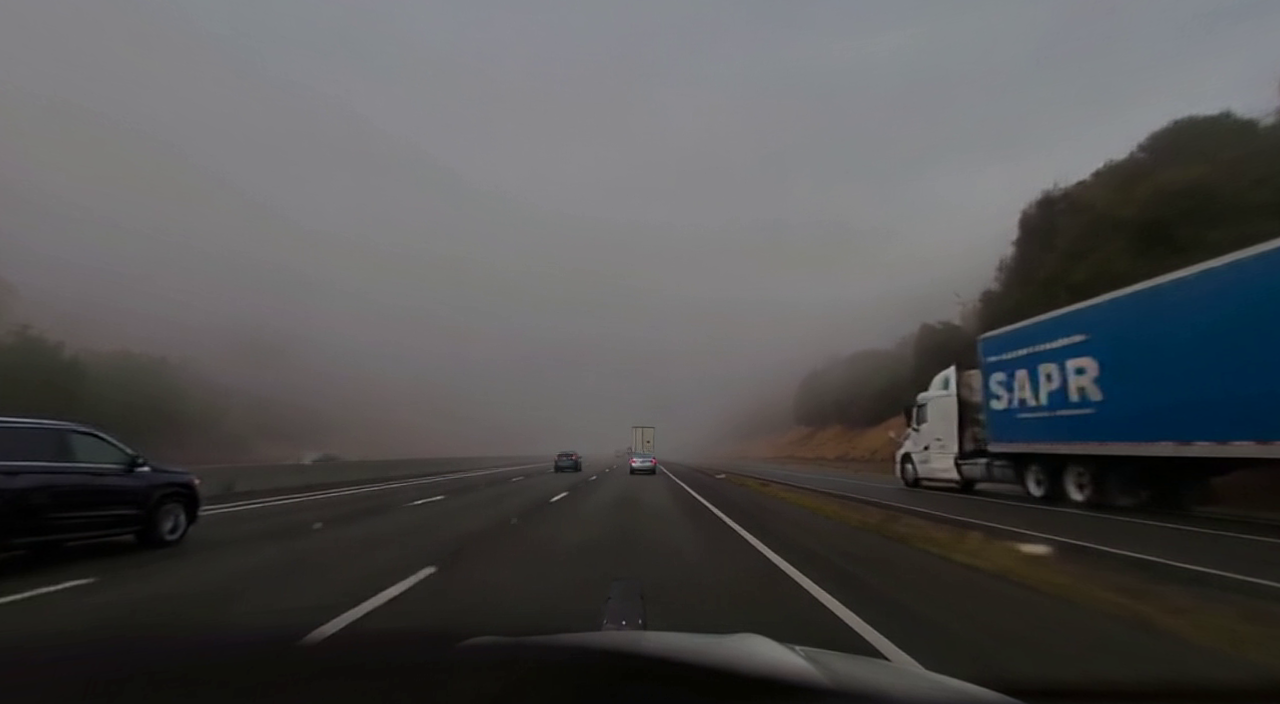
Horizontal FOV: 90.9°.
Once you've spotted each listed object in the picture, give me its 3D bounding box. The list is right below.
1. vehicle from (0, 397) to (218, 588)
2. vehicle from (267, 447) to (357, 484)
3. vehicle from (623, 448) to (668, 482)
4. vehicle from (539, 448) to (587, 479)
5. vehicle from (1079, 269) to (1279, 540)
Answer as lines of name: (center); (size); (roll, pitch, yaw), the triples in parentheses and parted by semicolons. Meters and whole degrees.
vehicle: (-7.520, 1.466, 6.716); (2.316, 1.875, 5.337); (0, -9, 0)
vehicle: (-15.254, 5.282, 29.555); (1.858, 1.562, 4.315); (0, -9, 0)
vehicle: (0.205, 5.298, 29.816); (1.991, 1.507, 3.391); (0, -9, -1)
vehicle: (-4.047, 5.951, 33.869); (2.018, 1.504, 4.431); (0, -9, 0)
vehicle: (11.432, 0.681, 8.910); (3.020, 4.143, 9.468); (0, -9, -4)
